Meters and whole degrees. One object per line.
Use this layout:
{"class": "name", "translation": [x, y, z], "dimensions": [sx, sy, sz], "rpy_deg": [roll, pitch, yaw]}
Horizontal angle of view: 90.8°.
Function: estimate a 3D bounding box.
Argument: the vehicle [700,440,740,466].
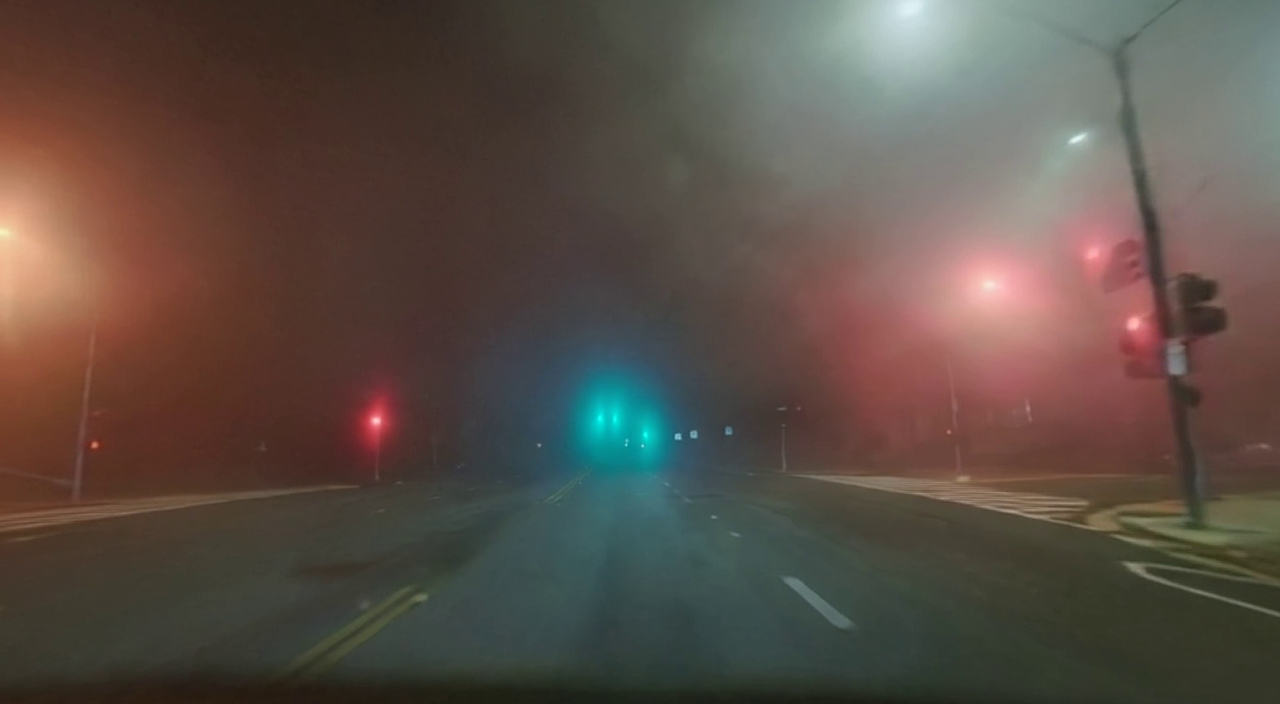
{"class": "vehicle", "translation": [5.475, 6.991, 43.786], "dimensions": [2.024, 1.710, 4.525], "rpy_deg": [0, -9, -2]}
